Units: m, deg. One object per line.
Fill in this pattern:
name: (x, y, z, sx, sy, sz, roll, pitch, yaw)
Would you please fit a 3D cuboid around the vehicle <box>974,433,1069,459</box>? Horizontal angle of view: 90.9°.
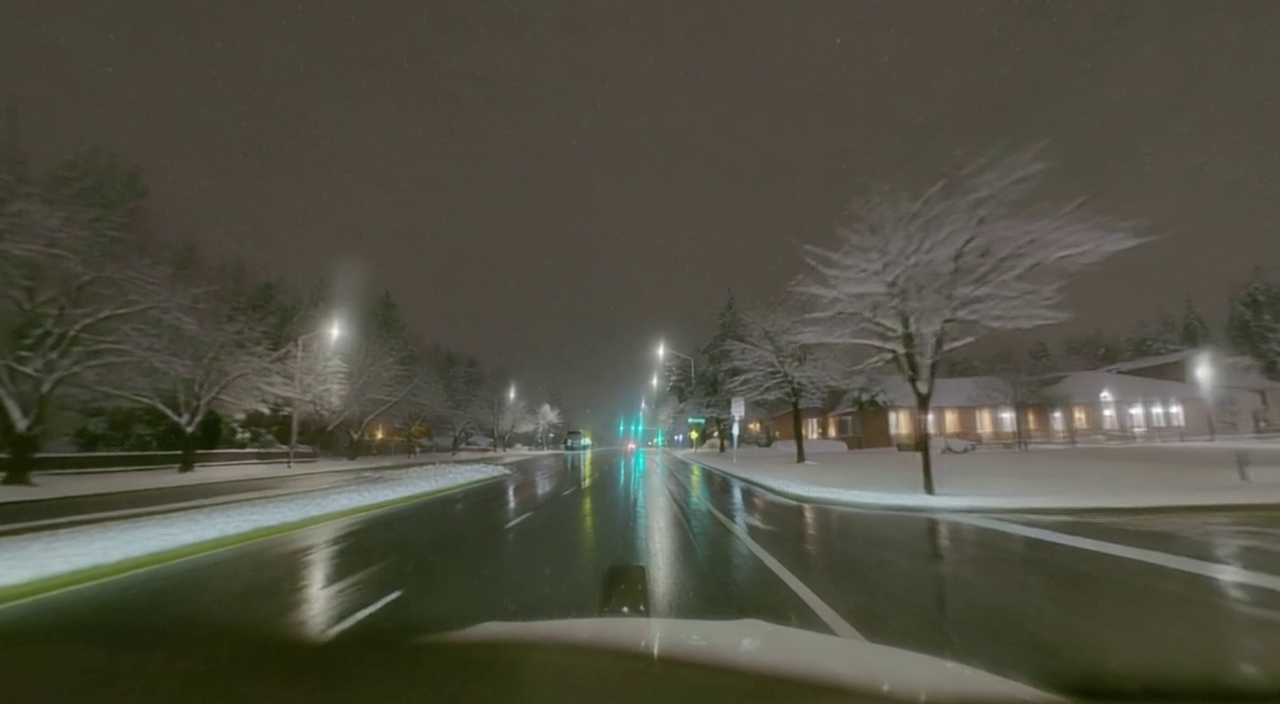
vehicle: (22.147, 5.470, 36.700, 4.271, 1.424, 1.941, 0, -8, 1)
